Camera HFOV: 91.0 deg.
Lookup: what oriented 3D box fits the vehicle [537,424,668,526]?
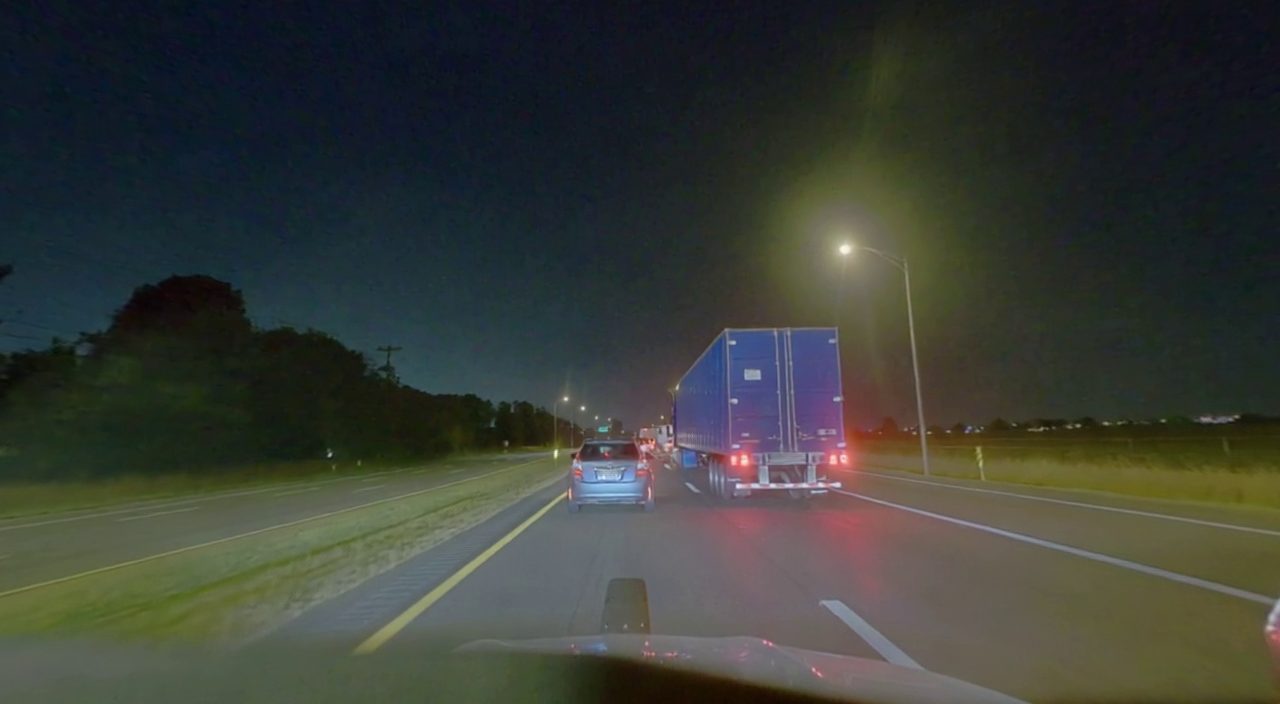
[{"bbox_3d":[-0.596,2.189,11.750,2.009,1.554,4.013,0,-8,0],"label":"vehicle"}]

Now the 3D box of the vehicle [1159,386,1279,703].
[{"bbox_3d":[3.545,0.632,0.680,1.960,1.515,4.713,0,-8,0],"label":"vehicle"}]

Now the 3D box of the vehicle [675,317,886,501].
[{"bbox_3d":[3.693,2.494,22.960,3.591,4.290,16.696,0,-8,-1],"label":"vehicle"}]
